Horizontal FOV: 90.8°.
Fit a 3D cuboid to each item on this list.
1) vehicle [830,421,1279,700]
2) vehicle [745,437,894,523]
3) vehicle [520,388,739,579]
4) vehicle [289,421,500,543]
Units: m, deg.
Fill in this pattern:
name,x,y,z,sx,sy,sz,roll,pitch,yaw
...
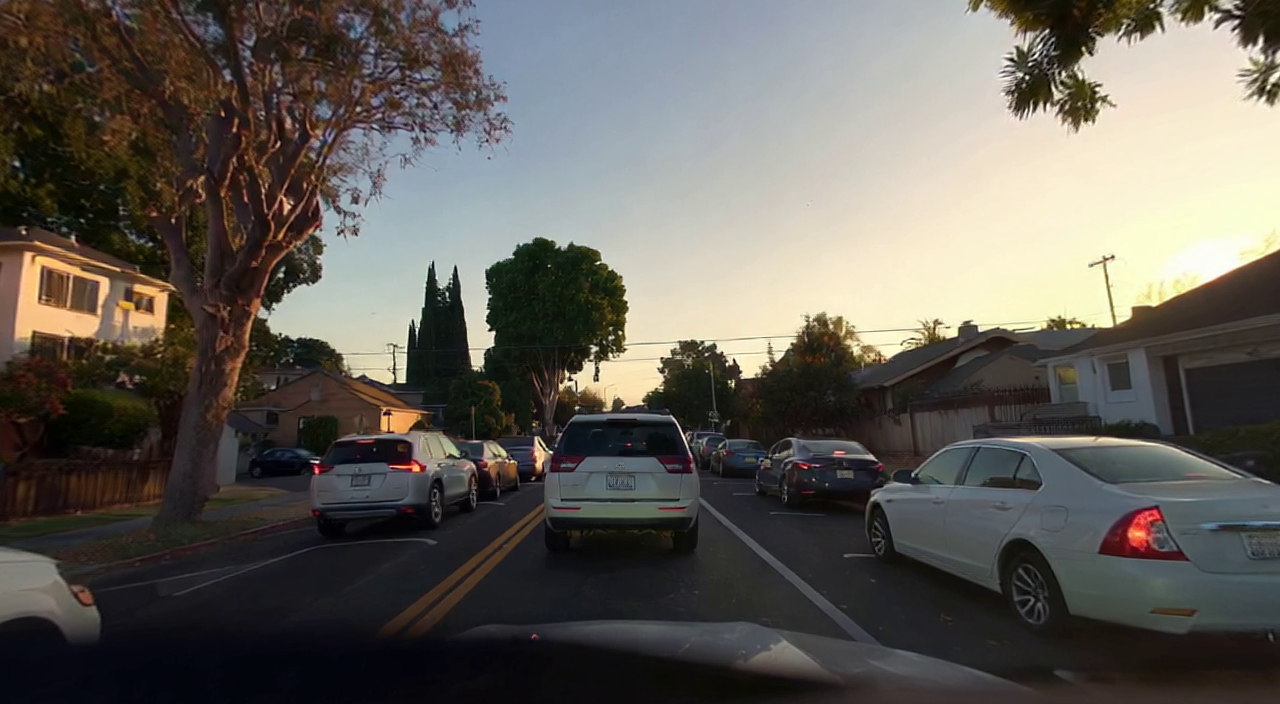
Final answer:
name,x,y,z,sx,sy,sz,roll,pitch,yaw
vehicle,3.478,1.461,5.769,1.977,1.480,4.589,0,-8,-1
vehicle,3.468,2.525,13.048,1.880,1.476,3.932,0,-8,-1
vehicle,-0.213,1.609,8.465,2.164,1.867,4.254,0,-8,-3
vehicle,-3.715,2.029,10.533,1.864,1.576,4.324,0,-8,-2
